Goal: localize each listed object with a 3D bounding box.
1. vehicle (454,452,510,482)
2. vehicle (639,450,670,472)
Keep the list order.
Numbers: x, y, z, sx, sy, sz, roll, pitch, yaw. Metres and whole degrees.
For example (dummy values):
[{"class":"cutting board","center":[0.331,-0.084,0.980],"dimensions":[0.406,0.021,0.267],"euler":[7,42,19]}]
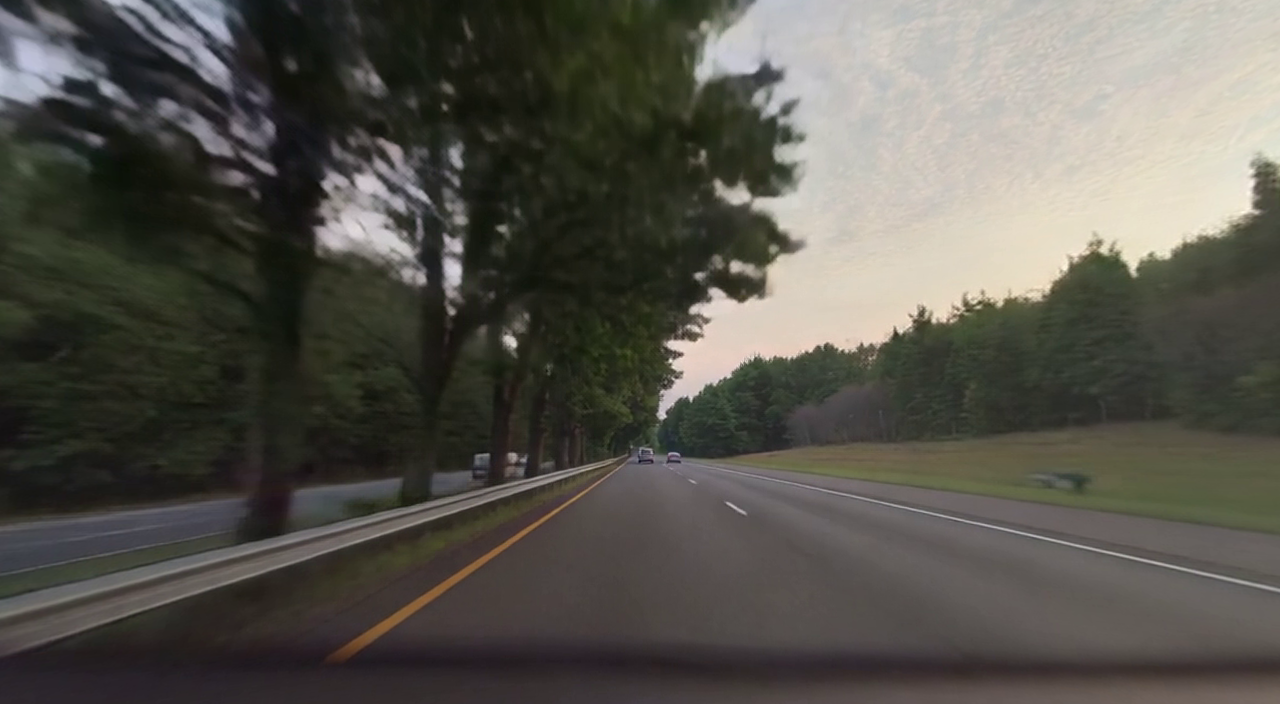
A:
[{"class":"vehicle","center":[-8.654,6.327,34.820],"dimensions":[2.037,1.523,3.955],"euler":[0,-9,0]},{"class":"vehicle","center":[1.035,7.947,46.077],"dimensions":[2.162,1.492,3.975],"euler":[0,-9,0]}]
